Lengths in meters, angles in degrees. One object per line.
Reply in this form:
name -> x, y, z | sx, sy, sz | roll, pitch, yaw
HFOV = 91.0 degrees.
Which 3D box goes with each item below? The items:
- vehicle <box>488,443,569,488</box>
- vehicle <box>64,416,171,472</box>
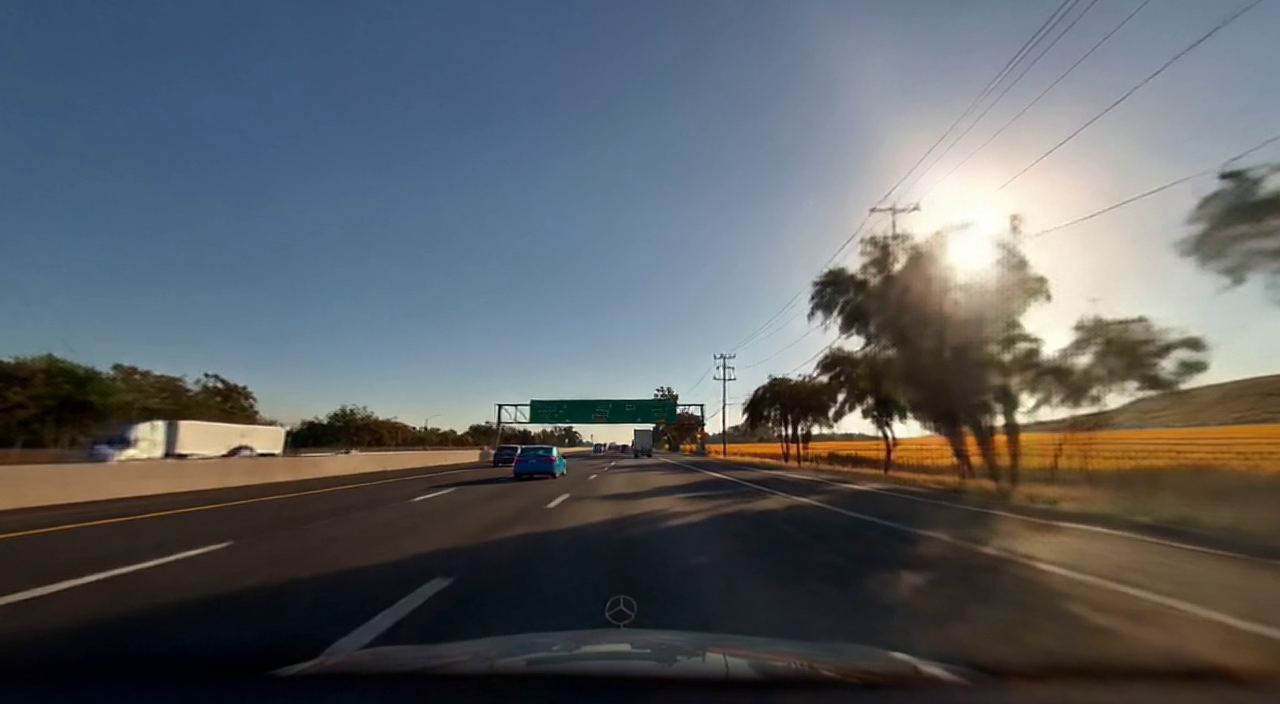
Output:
vehicle -> -4.026, 4.168, 23.543 | 2.104, 1.501, 4.459 | 0, -9, 1
vehicle -> -39.769, 7.078, 48.263 | 2.850, 3.973, 5.923 | 0, -9, 0
